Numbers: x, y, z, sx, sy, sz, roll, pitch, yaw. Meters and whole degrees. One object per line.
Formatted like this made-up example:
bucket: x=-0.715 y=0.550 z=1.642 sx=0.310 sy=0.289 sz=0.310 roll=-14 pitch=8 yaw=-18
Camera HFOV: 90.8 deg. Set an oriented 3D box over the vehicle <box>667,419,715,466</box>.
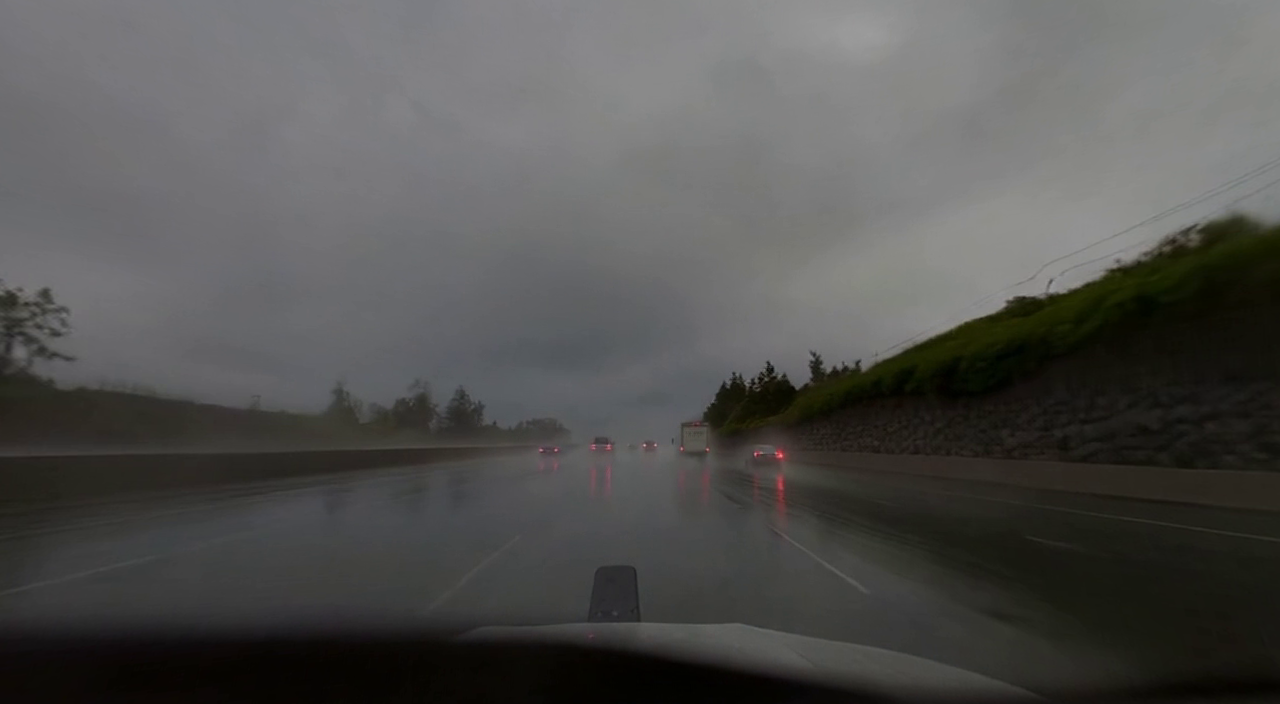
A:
vehicle: x=3.621 y=6.729 z=46.807 sx=2.795 sy=3.187 sz=7.205 roll=0 pitch=-8 yaw=-1
